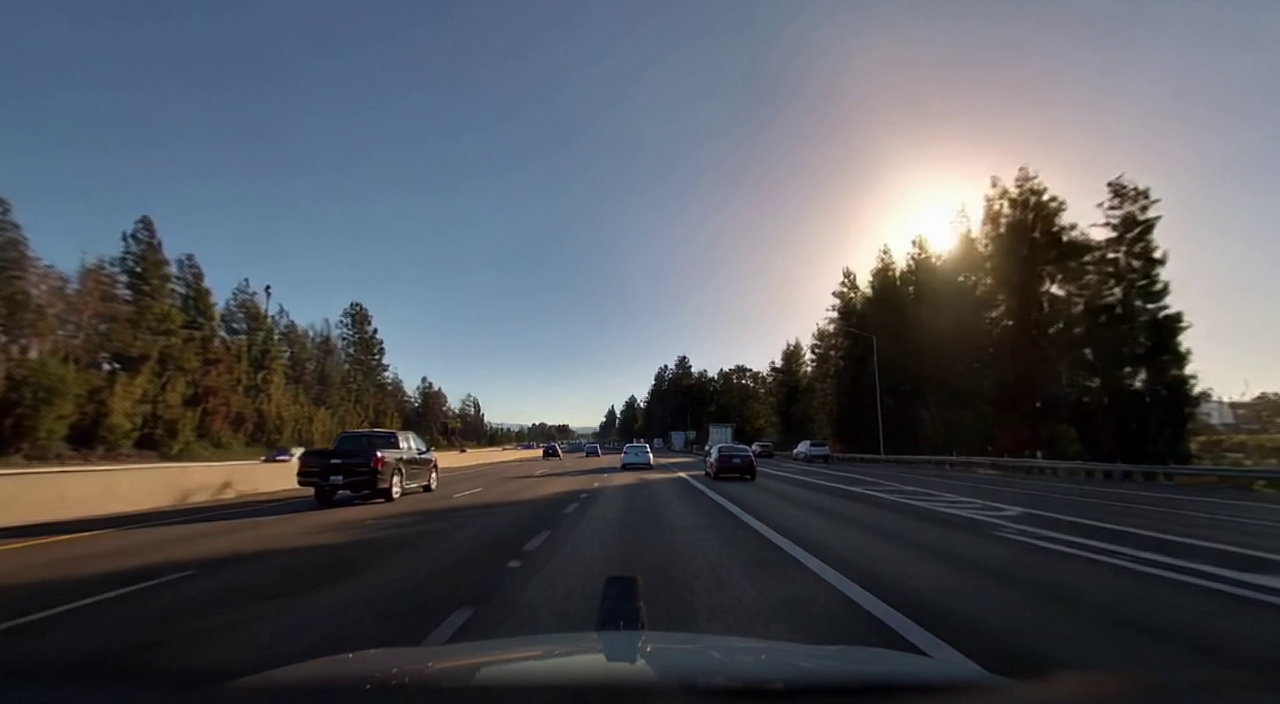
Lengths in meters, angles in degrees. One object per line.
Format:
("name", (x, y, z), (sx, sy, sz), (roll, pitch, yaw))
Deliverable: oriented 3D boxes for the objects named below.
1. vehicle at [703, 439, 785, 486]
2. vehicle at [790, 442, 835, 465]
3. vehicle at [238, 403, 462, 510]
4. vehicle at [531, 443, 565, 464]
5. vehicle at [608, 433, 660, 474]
("vehicle", (3.472, 3.770, 21.923), (2.011, 1.462, 4.286), (0, -8, -1))
("vehicle", (11.861, 6.984, 43.726), (2.105, 1.481, 4.117), (0, -8, 2))
("vehicle", (-6.352, 2.433, 15.049), (2.444, 2.012, 6.122), (0, -8, 0))
("vehicle", (-6.887, 7.634, 47.684), (1.920, 1.482, 4.385), (0, -8, 0))
("vehicle", (-0.294, 4.881, 30.596), (2.323, 1.805, 4.729), (0, -8, 0))
